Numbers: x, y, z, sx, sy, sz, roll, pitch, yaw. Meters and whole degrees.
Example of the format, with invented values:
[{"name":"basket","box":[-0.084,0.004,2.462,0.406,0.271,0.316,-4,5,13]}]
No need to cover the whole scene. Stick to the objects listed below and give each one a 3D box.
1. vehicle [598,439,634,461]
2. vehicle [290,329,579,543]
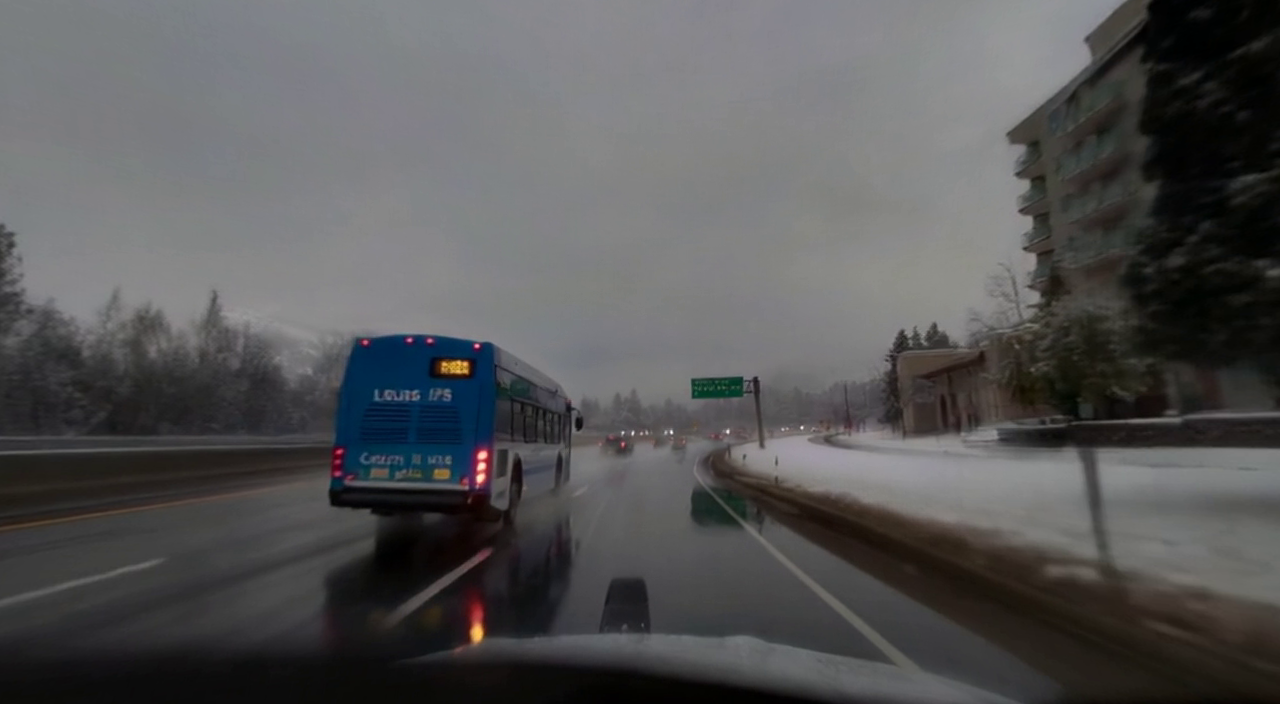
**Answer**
[{"name":"vehicle","box":[-1.622,6.931,44.824,1.928,1.455,4.361,-2,-9,6]},{"name":"vehicle","box":[-3.220,1.745,12.915,2.888,2.944,8.373,0,-8,1]}]
